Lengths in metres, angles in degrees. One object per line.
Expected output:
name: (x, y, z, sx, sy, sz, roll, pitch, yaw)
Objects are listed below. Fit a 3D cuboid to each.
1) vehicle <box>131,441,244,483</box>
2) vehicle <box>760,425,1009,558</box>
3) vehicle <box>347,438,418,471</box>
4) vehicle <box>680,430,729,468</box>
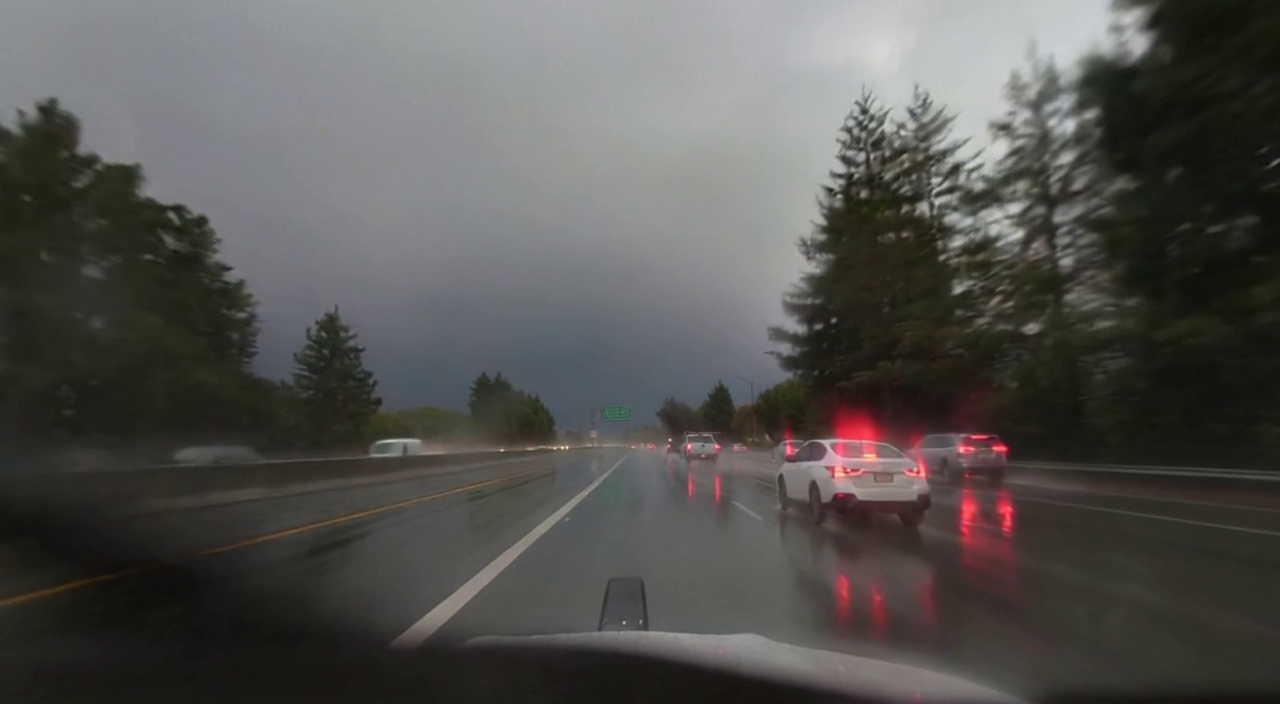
vehicle: (-21.070, 5.125, 29.651, 1.960, 1.795, 4.431, 0, -8, 0)
vehicle: (3.325, 1.986, 9.817, 1.978, 1.535, 4.705, 0, -8, 0)
vehicle: (-13.707, 5.475, 33.908, 1.909, 1.599, 4.476, 0, -8, 0)
vehicle: (3.637, 5.613, 36.600, 2.218, 1.964, 5.662, 0, -8, 0)
